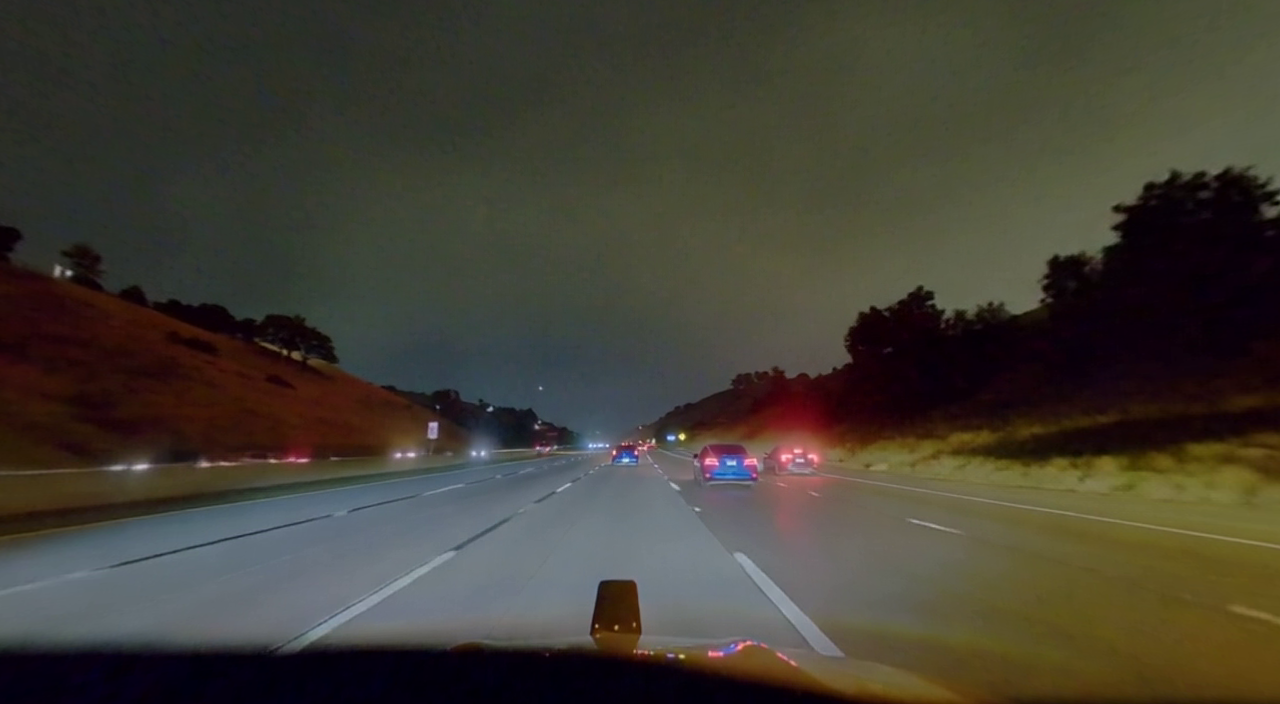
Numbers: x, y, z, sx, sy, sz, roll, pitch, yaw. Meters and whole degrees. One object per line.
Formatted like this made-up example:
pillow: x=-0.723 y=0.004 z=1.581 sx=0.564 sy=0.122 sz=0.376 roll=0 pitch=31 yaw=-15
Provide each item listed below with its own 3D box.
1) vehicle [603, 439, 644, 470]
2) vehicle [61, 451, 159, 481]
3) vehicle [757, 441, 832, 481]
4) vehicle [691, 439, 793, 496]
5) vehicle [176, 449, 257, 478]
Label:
vehicle: x=-0.917 y=5.972 z=36.963 sx=2.277 sy=1.675 sz=4.023 roll=0 pitch=-8 yaw=0
vehicle: x=-33.726 y=7.241 z=40.418 sx=1.899 sy=1.763 sz=5.026 roll=0 pitch=-8 yaw=0
vehicle: x=6.156 y=4.386 z=25.670 sx=1.845 sy=1.452 sz=4.352 roll=0 pitch=-8 yaw=-2
vehicle: x=2.883 y=3.388 z=19.024 sx=2.120 sy=1.492 sz=4.734 roll=0 pitch=-8 yaw=-2
vehicle: x=-29.843 y=7.840 z=44.758 sx=2.091 sy=1.799 sz=5.192 roll=0 pitch=-8 yaw=0
